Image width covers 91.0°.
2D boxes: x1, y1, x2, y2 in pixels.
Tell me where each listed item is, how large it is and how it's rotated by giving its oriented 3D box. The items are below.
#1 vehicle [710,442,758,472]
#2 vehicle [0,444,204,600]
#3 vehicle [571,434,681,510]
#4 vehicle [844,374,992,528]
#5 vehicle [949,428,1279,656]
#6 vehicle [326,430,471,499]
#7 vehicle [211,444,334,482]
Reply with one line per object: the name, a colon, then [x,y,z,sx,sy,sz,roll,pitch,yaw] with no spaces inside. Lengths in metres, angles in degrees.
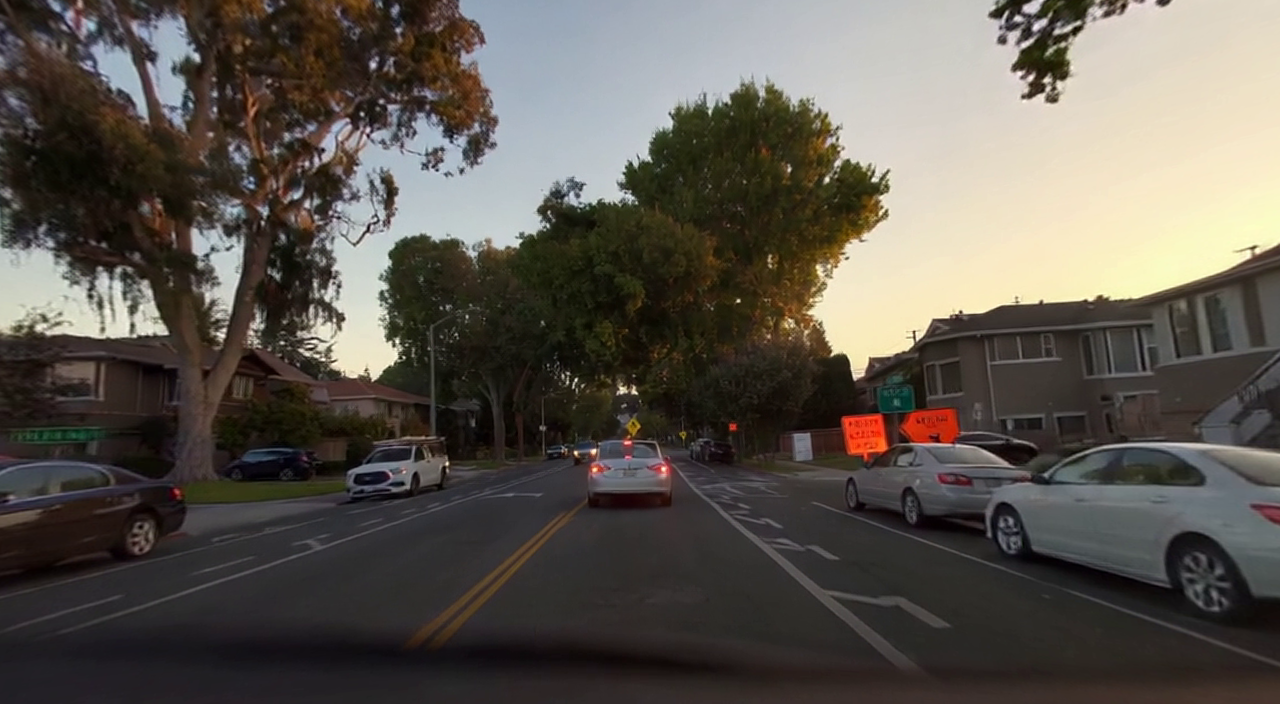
vehicle: [4.928,5.527,33.429,1.985,1.481,4.116,0,-8,1]
vehicle: [-7.981,1.983,7.772,2.036,1.676,4.440,0,-8,-1]
vehicle: [-0.248,2.667,14.499,2.151,1.481,4.084,0,-8,1]
vehicle: [5.263,1.887,12.288,1.409,2.648,2.645,0,-8,-4]
vehicle: [5.107,1.534,6.073,1.864,1.480,4.587,0,-8,-1]
vehicle: [-8.149,3.868,22.170,2.659,2.047,6.014,0,-8,1]
vehicle: [-16.646,5.032,28.664,4.468,1.517,1.796,-1,-9,-2]
